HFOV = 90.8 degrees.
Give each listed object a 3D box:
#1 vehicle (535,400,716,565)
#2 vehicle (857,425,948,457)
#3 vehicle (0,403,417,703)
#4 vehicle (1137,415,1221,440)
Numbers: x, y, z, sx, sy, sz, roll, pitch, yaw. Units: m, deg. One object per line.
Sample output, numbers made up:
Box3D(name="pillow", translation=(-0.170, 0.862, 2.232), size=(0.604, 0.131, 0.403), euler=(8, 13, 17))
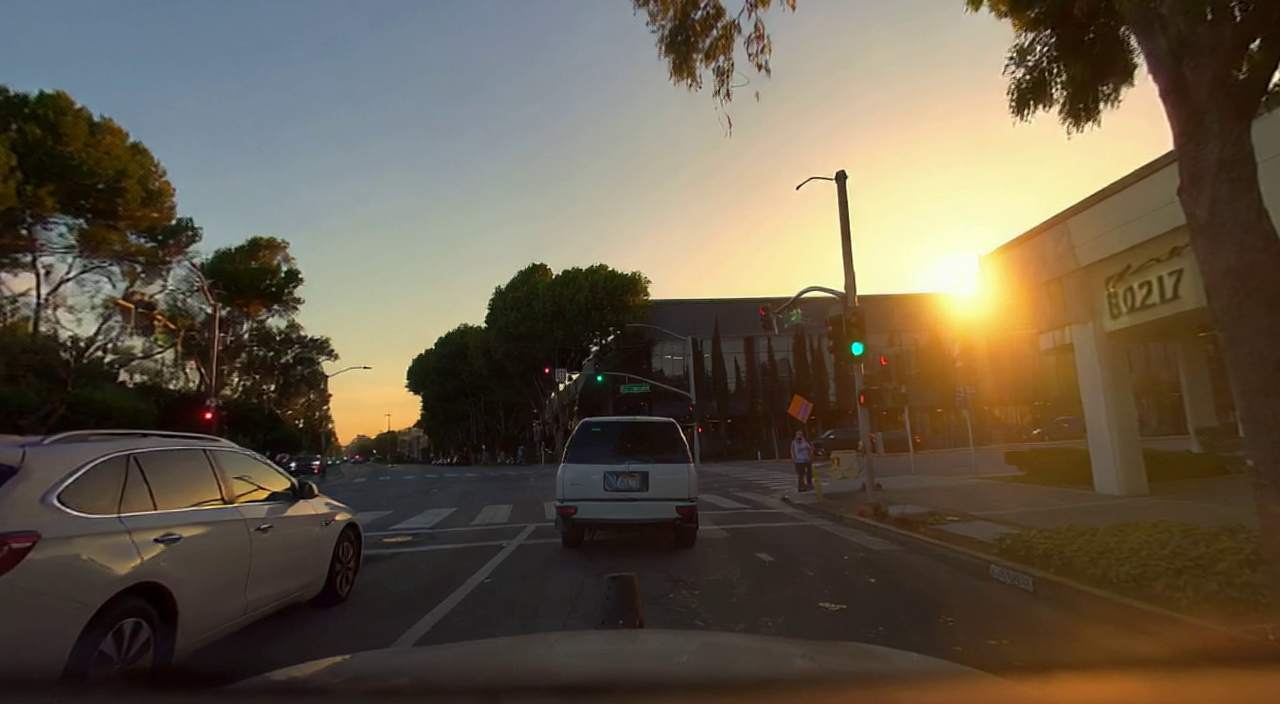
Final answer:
Box3D(name="vehicle", translation=(-0.166, 1.806, 9.415), size=(2.059, 1.877, 4.249), euler=(0, -8, 0))
Box3D(name="vehicle", translation=(13.343, 4.552, 32.184), size=(3.830, 1.545, 2.006), euler=(3, -9, -18))
Box3D(name="vehicle", translation=(-3.374, 1.278, 4.668), size=(2.011, 1.527, 4.008), euler=(0, -8, -1))
Box3D(name="vehicle", translation=(33.932, 4.806, 39.799), size=(4.509, 1.487, 1.915), euler=(3, -9, -20))
